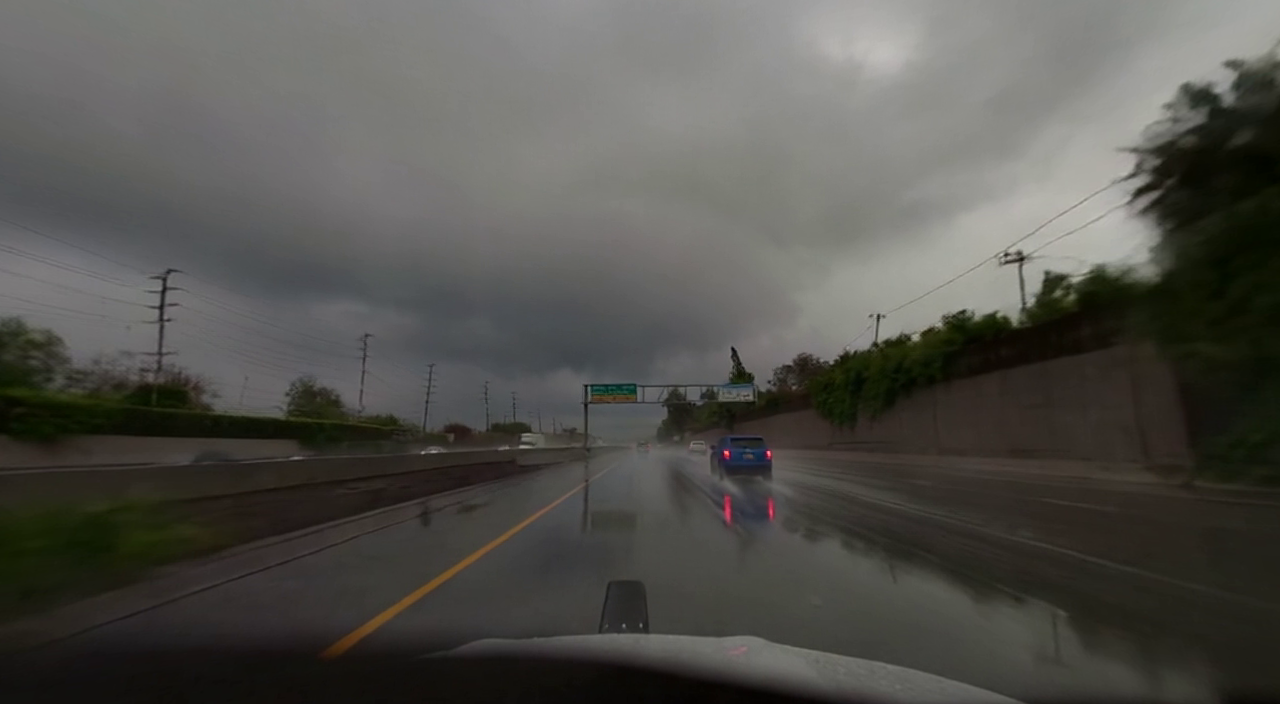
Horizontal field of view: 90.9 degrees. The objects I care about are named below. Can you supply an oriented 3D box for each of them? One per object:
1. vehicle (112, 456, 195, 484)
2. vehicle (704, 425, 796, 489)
[{"bbox_3d":[-25.287,6.121,32.927,1.643,1.348,3.372,0,-8,0],"label":"vehicle"},{"bbox_3d":[3.374,3.326,20.284,2.120,1.832,4.287,0,-8,-1],"label":"vehicle"}]
